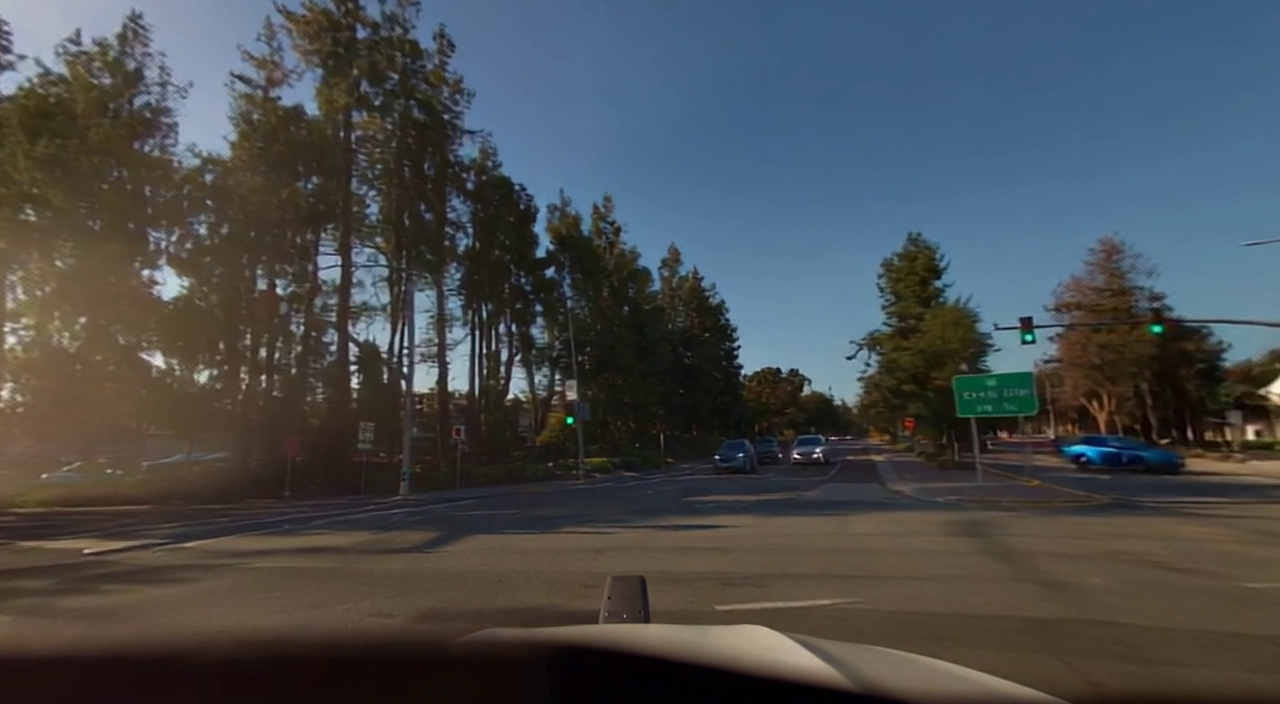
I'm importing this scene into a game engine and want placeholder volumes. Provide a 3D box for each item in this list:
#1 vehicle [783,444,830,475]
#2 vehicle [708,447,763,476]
[{"bbox_3d":[9.247,5.876,34.731,1.920,1.546,4.086,-4,-9,22],"label":"vehicle"},{"bbox_3d":[5.405,6.081,35.191,2.111,1.499,4.371,-3,-9,21],"label":"vehicle"}]
